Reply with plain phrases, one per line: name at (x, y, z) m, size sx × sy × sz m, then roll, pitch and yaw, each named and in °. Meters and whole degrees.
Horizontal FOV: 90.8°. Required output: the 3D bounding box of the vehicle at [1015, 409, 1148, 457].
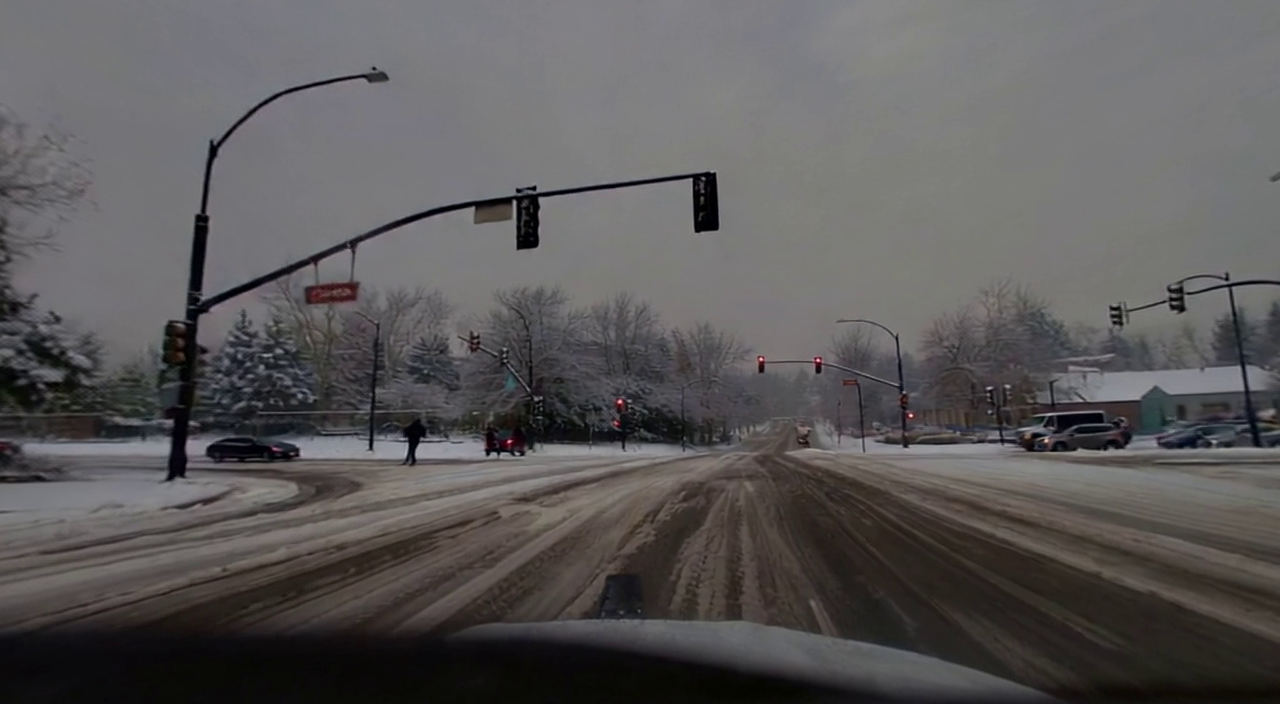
vehicle at (26.627, 4.980, 38.366) m, size 5.855 × 2.746 × 2.523 m, roll -2°, pitch -9°, yaw 10°

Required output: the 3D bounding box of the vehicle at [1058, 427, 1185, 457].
vehicle at (24.410, 4.604, 32.199) m, size 4.740 × 1.464 × 1.876 m, roll -1°, pitch -9°, yaw 9°

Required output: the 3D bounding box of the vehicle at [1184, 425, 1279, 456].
vehicle at (35.038, 5.115, 36.570) m, size 4.896 × 1.729 × 1.952 m, roll -2°, pitch -9°, yaw 10°

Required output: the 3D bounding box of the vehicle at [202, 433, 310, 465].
vehicle at (-18.895, 4.787, 31.130) m, size 4.265 × 1.493 × 1.871 m, roll -2°, pitch -9°, yaw 10°
